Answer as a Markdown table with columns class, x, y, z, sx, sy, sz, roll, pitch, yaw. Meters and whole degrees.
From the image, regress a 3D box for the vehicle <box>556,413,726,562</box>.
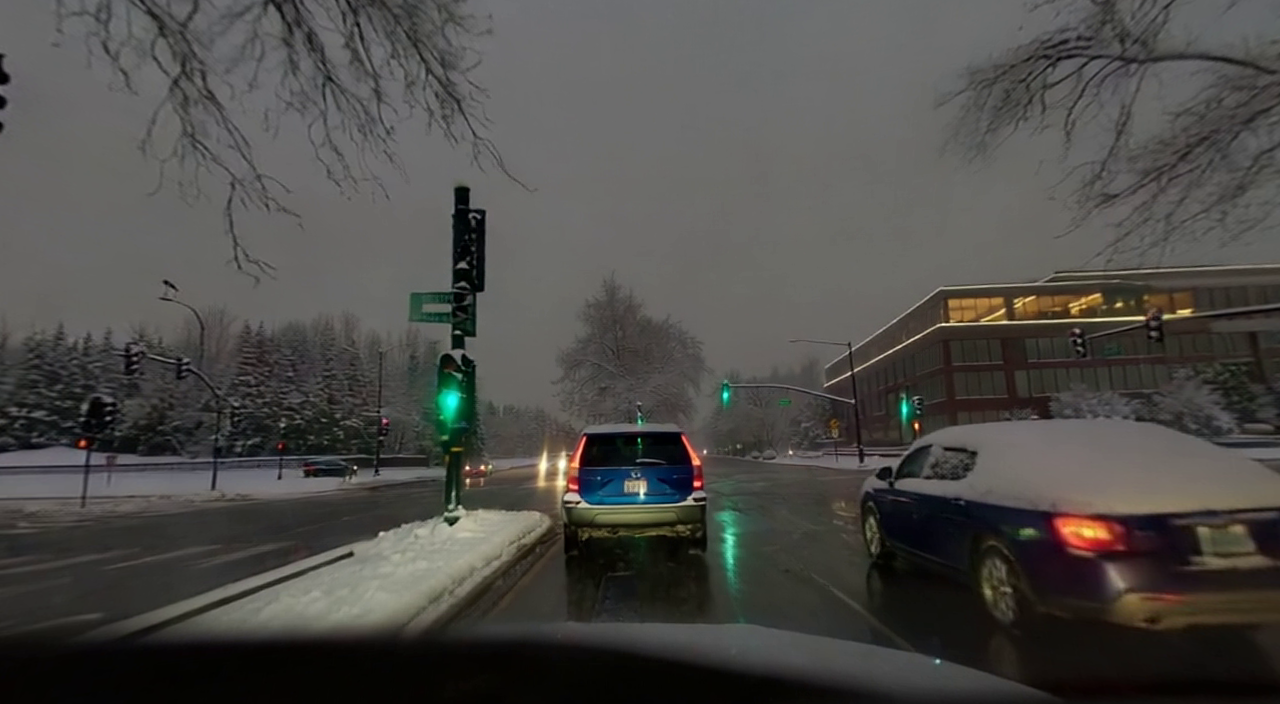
| class | x | y | z | sx | sy | sz | roll | pitch | yaw |
| --- | --- | --- | --- | --- | --- | --- | --- | --- | --- |
| vehicle | -0.063 | 1.963 | 9.869 | 2.085 | 1.807 | 4.038 | 0 | -8 | -2 |

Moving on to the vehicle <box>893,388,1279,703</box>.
| class | x | y | z | sx | sy | sz | roll | pitch | yaw |
| --- | --- | --- | --- | --- | --- | --- | --- | --- | --- |
| vehicle | 3.586 | 1.173 | 4.189 | 1.899 | 1.572 | 4.425 | 0 | -9 | -1 |
